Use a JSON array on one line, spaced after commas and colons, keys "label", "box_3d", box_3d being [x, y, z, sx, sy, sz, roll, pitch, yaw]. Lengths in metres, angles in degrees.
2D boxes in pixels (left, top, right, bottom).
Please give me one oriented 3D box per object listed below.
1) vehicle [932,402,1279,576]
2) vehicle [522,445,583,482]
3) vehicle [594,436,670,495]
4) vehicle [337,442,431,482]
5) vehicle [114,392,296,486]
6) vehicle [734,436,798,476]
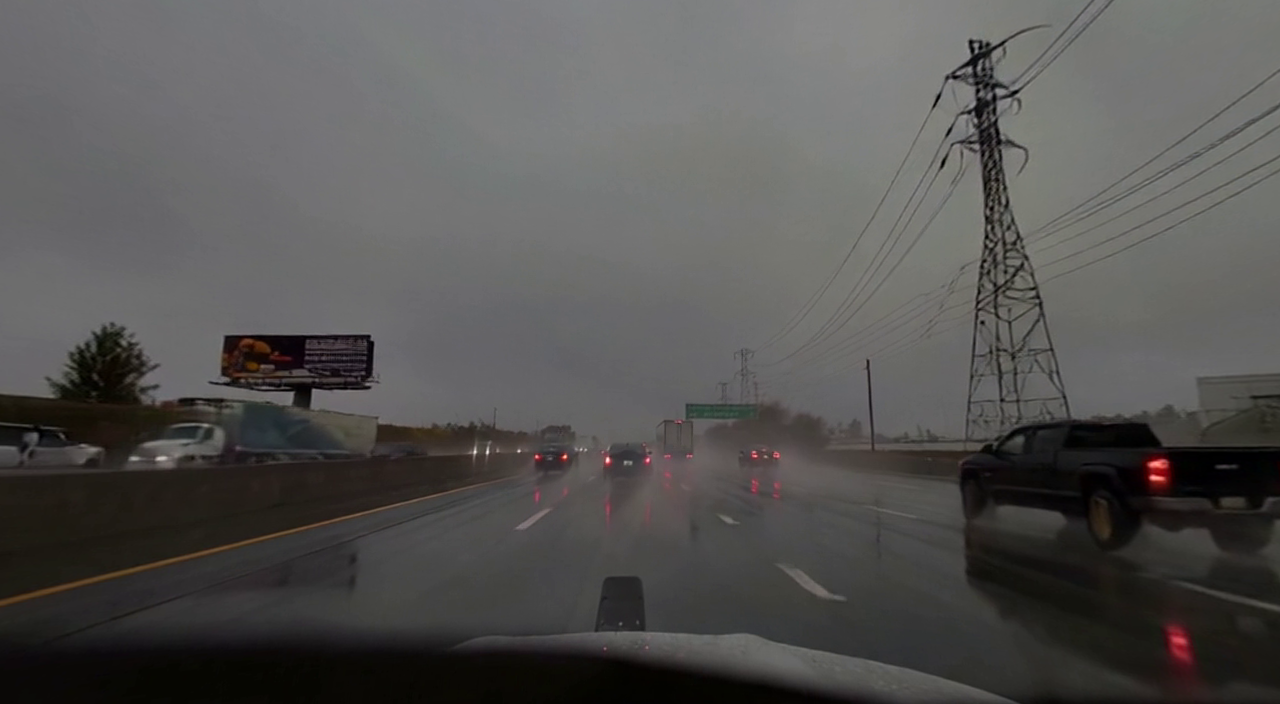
[{"label": "vehicle", "box_3d": [6.726, 1.867, 9.479, 2.086, 1.862, 5.232, 0, -9, -1]}, {"label": "vehicle", "box_3d": [-3.818, 4.925, 28.262, 2.025, 1.498, 4.675, 0, -9, 0]}, {"label": "vehicle", "box_3d": [-0.245, 3.581, 20.246, 2.191, 1.685, 4.015, 0, -9, -1]}, {"label": "vehicle", "box_3d": [-10.776, 4.653, 27.059, 1.857, 1.524, 5.060, 0, -9, 1]}, {"label": "vehicle", "box_3d": [-20.538, 4.277, 30.737, 3.012, 3.940, 8.053, 0, -9, 0]}, {"label": "vehicle", "box_3d": [6.836, 5.737, 35.060, 2.302, 1.973, 5.502, 0, -9, -1]}]
